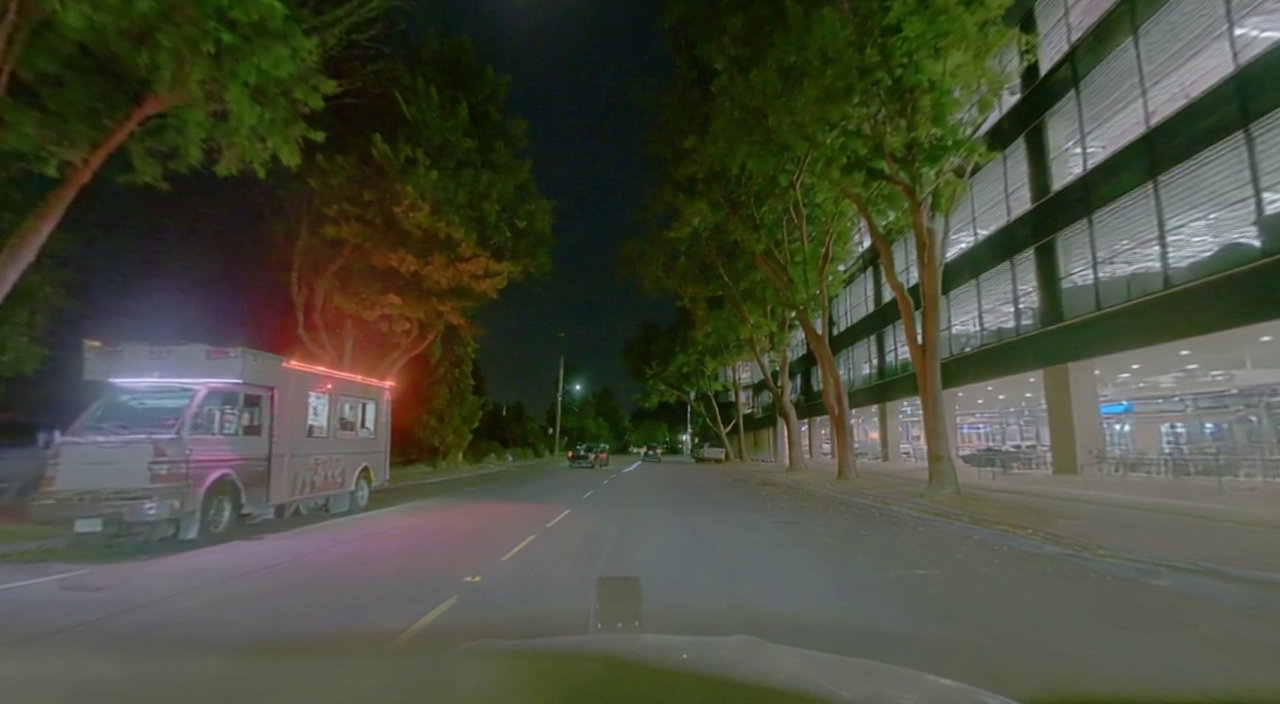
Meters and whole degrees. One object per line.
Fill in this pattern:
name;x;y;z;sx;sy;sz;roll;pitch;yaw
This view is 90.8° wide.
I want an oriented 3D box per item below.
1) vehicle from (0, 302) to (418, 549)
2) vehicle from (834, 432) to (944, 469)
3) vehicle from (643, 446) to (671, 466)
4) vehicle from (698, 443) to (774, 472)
vehicle;-6.925;1.456;11.780;2.968;3.222;7.036;0;-9;0
vehicle;14.699;5.825;37.537;5.540;2.045;2.259;0;-8;0
vehicle;1.265;7.970;48.628;2.046;1.445;4.001;0;-8;-1
vehicle;6.221;6.759;40.694;4.626;1.723;1.939;5;-10;-31
